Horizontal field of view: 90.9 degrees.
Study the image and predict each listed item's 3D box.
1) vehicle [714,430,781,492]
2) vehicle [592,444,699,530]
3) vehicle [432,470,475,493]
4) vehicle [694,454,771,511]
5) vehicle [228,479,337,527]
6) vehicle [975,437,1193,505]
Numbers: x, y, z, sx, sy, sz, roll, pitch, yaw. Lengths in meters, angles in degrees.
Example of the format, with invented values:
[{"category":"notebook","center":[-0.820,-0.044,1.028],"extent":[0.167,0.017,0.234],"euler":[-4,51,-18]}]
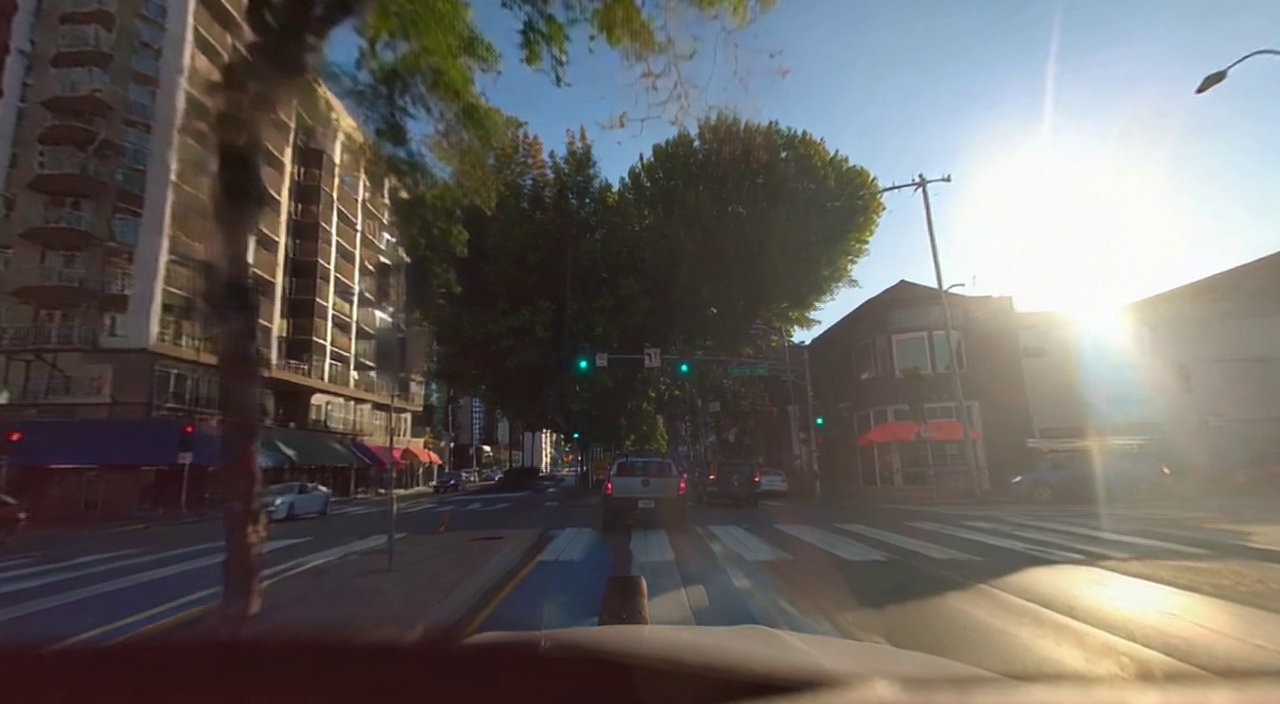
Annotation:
[{"category":"vehicle","center":[6.326,6.536,38.251],"extent":[2.803,3.401,6.688],"euler":[0,-9,0]},{"category":"vehicle","center":[0.093,3.128,15.186],"extent":[2.209,1.748,4.130],"euler":[0,-9,-1]},{"category":"vehicle","center":[-14.435,10.053,49.051],"extent":[2.043,1.526,4.617],"euler":[0,-9,-1]},{"category":"vehicle","center":[3.129,4.496,22.153],"extent":[1.939,1.746,4.091],"euler":[0,-9,-2]},{"category":"vehicle","center":[-14.192,5.992,25.375],"extent":[1.856,1.521,4.309],"euler":[0,-9,0]},{"category":"vehicle","center":[13.994,3.770,20.236],"extent":[5.156,2.005,2.122],"euler":[-1,-9,6]}]
